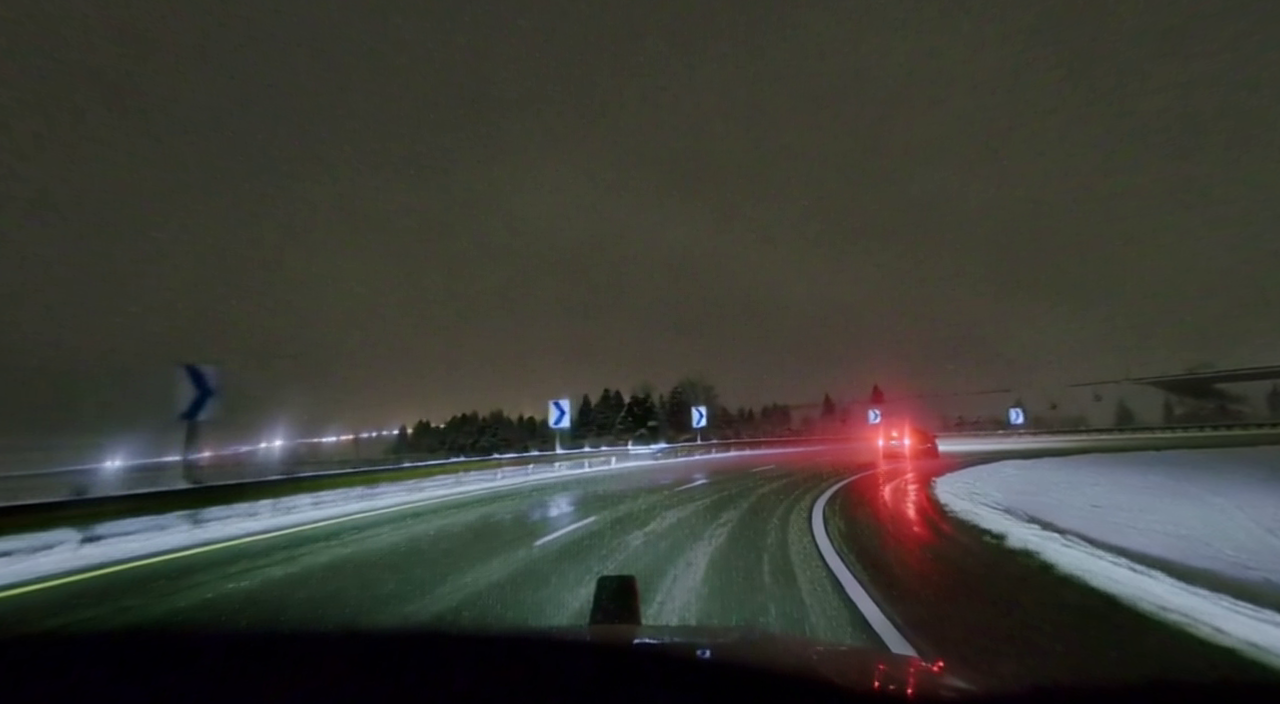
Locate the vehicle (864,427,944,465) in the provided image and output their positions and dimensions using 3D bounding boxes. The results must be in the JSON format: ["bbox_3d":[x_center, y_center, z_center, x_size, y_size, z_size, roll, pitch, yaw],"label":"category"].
[{"bbox_3d":[11.725,4.121,27.804,2.028,1.440,3.970,-3,-8,42],"label":"vehicle"}]
